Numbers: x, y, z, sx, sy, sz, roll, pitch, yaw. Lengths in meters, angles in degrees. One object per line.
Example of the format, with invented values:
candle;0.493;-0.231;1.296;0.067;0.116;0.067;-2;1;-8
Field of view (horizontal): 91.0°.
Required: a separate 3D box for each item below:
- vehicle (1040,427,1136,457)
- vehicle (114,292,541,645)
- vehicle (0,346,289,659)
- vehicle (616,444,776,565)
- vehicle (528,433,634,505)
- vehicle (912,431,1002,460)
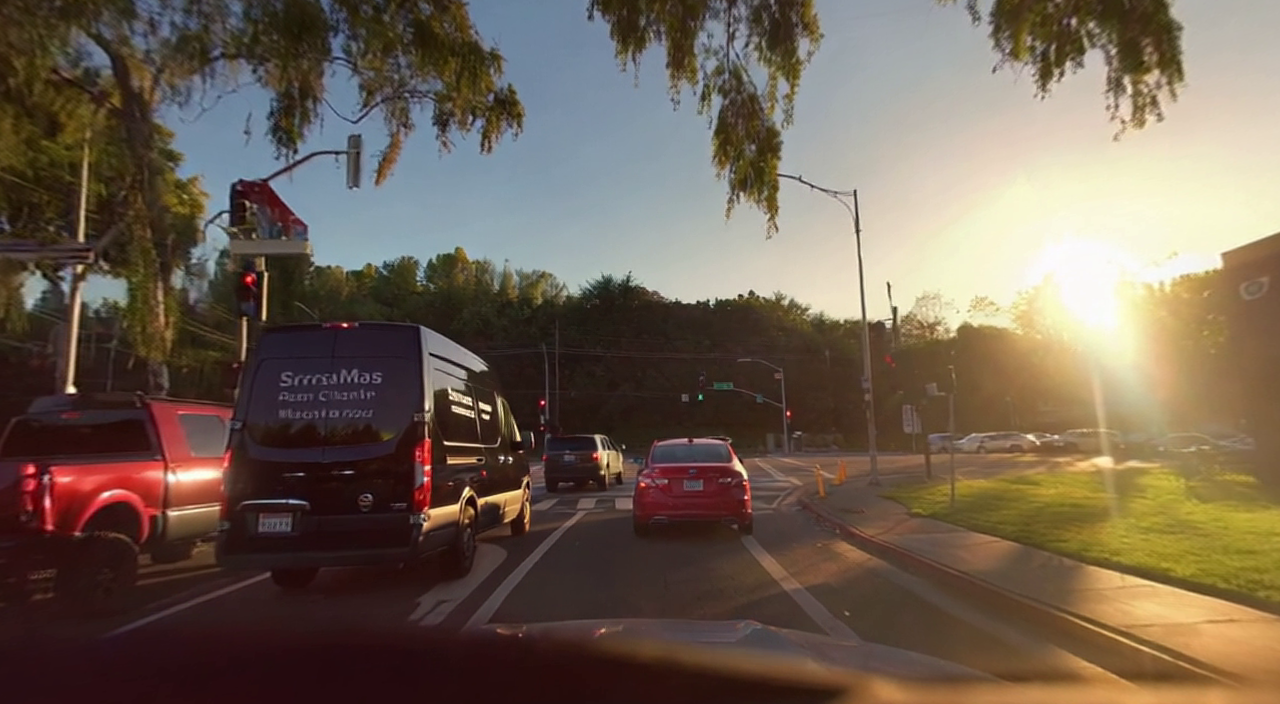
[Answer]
vehicle;31.324;6.322;44.118;5.084;2.041;2.360;1;-9;-8
vehicle;-3.124;1.379;8.347;2.555;3.035;5.702;0;-8;1
vehicle;-6.018;1.315;5.955;2.352;2.333;5.197;0;-8;0
vehicle;1.085;2.596;11.641;2.398;1.773;4.254;-1;-8;7
vehicle;-1.617;3.466;19.123;2.130;1.876;4.445;-1;-9;9
vehicle;21.345;6.326;42.461;5.021;1.848;2.210;1;-9;-10
